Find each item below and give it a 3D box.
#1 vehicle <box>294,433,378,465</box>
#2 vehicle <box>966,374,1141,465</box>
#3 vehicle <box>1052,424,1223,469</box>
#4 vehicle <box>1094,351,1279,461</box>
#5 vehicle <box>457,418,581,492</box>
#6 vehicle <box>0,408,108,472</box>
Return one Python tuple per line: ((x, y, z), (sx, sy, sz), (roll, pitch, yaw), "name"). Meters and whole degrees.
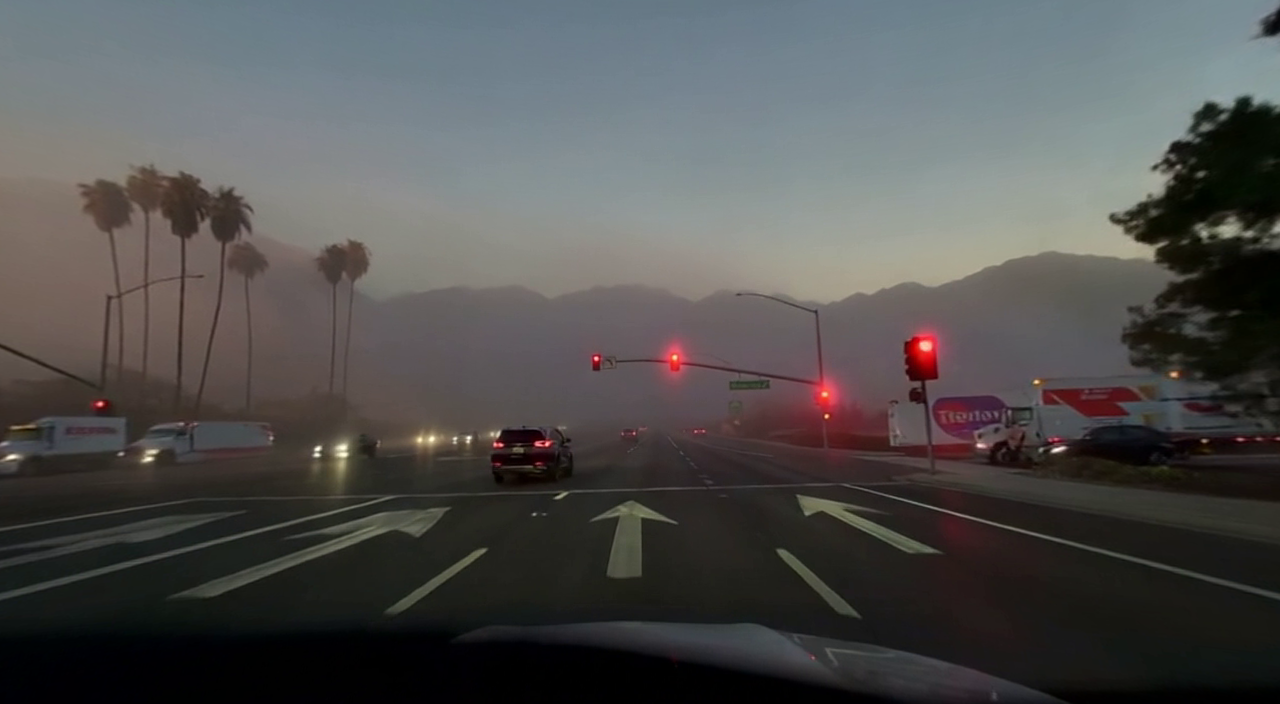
((-15.715, 5.051, 32.772), (1.942, 1.542, 4.576), (0, -9, 2), "vehicle")
((18.454, 3.114, 28.383), (5.512, 3.865, 3.002), (0, -9, 2), "vehicle")
((19.208, 3.680, 24.414), (4.769, 1.638, 2.091), (0, -9, 2), "vehicle")
((30.089, 2.463, 27.610), (16.628, 4.605, 3.321), (0, -8, 7), "vehicle")
((-3.061, 2.755, 17.063), (2.287, 1.712, 4.537), (0, -9, 2), "vehicle")
((-40.087, 5.810, 41.606), (3.023, 3.885, 6.458), (-2, -8, 16), "vehicle")
